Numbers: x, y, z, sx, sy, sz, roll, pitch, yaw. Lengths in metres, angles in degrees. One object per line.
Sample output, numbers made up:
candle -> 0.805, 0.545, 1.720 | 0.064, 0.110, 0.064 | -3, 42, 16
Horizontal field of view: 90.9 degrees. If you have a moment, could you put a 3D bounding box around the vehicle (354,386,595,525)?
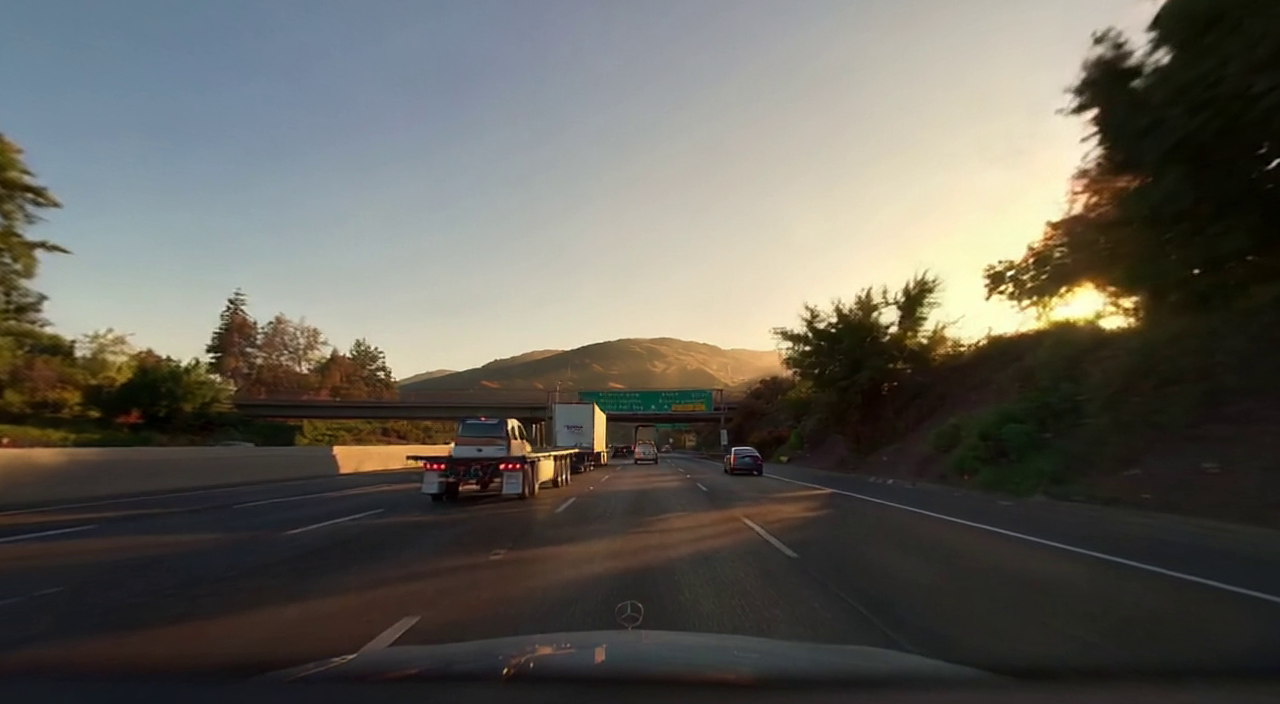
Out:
vehicle -> -3.448, 3.033, 19.251 | 2.854, 2.379, 16.653 | 0, -9, 0

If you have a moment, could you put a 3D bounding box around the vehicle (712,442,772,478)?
vehicle -> 4.593, 4.896, 28.906 | 1.993, 1.474, 4.230 | 0, -8, -1

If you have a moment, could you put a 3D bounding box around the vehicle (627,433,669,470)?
vehicle -> 0.499, 5.958, 37.865 | 2.309, 2.023, 5.130 | 0, -8, 1
